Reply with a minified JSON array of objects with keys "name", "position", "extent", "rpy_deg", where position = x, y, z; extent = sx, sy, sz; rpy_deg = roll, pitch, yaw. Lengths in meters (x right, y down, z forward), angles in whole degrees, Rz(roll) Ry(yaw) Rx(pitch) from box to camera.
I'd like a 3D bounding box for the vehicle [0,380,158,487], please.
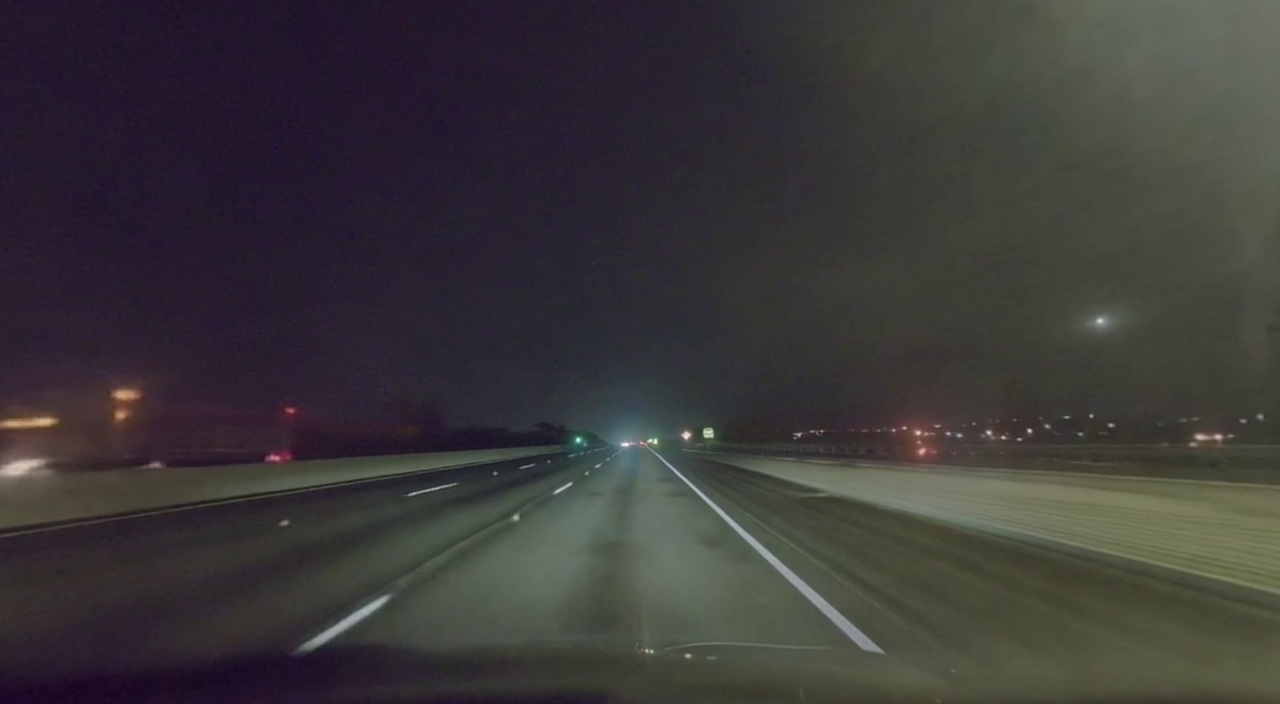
[{"name":"vehicle","position":[-24.000,3.392,26.139],"extent":[2.998,3.902,5.999],"rpy_deg":[0,-8,0]}]
